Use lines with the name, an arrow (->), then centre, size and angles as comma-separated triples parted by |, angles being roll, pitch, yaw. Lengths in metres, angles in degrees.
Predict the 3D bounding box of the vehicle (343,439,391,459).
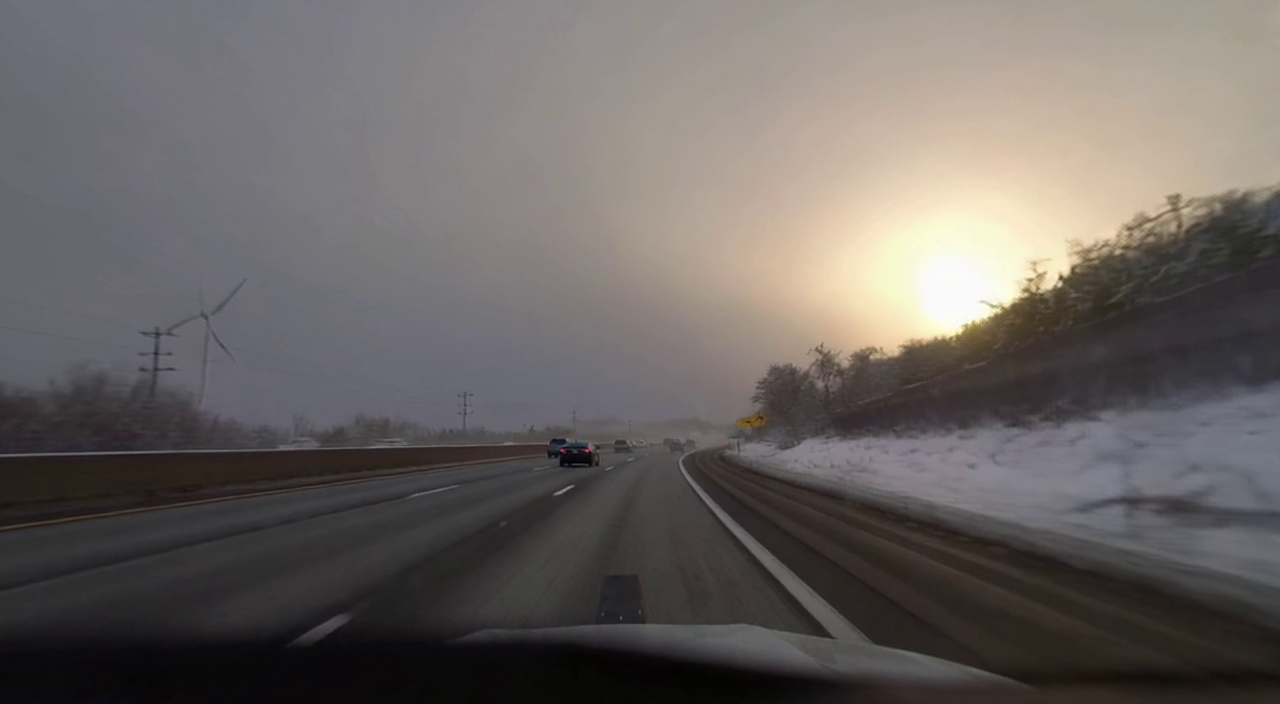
vehicle -> -20.506, 7.316, 47.503 | 1.768, 1.466, 3.886 | 0, -9, 2

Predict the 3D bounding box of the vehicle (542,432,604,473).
vehicle -> -2.963, 4.578, 28.825 | 2.118, 1.702, 4.355 | 0, -9, 3
